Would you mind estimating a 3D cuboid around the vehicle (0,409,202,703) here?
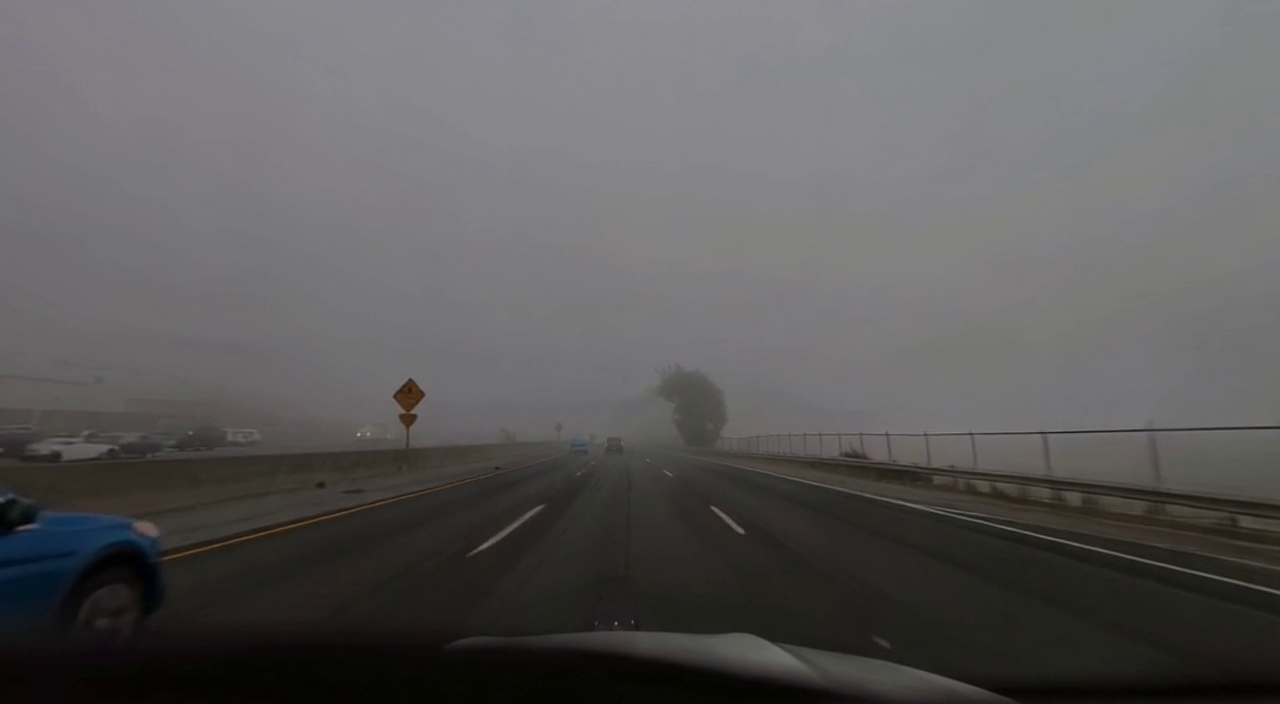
[{"bbox_3d":[-3.659,0.860,1.756,1.916,1.451,4.166,0,-8,-1],"label":"vehicle"}]
